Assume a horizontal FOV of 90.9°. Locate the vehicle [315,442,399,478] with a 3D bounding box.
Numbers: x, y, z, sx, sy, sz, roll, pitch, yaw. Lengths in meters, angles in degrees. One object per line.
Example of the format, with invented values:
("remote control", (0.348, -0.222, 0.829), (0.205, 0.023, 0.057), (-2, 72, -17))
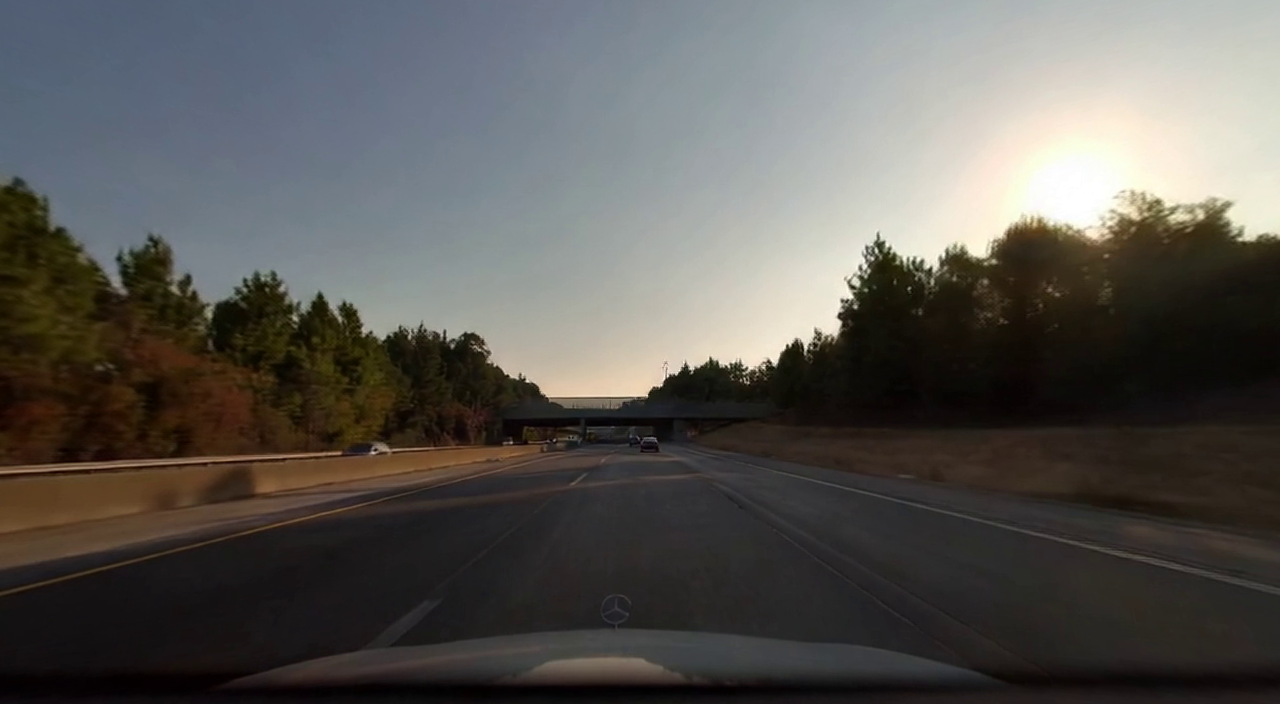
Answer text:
("vehicle", (-12.822, 4.895, 28.906), (1.883, 1.454, 4.519), (0, -8, -2))
